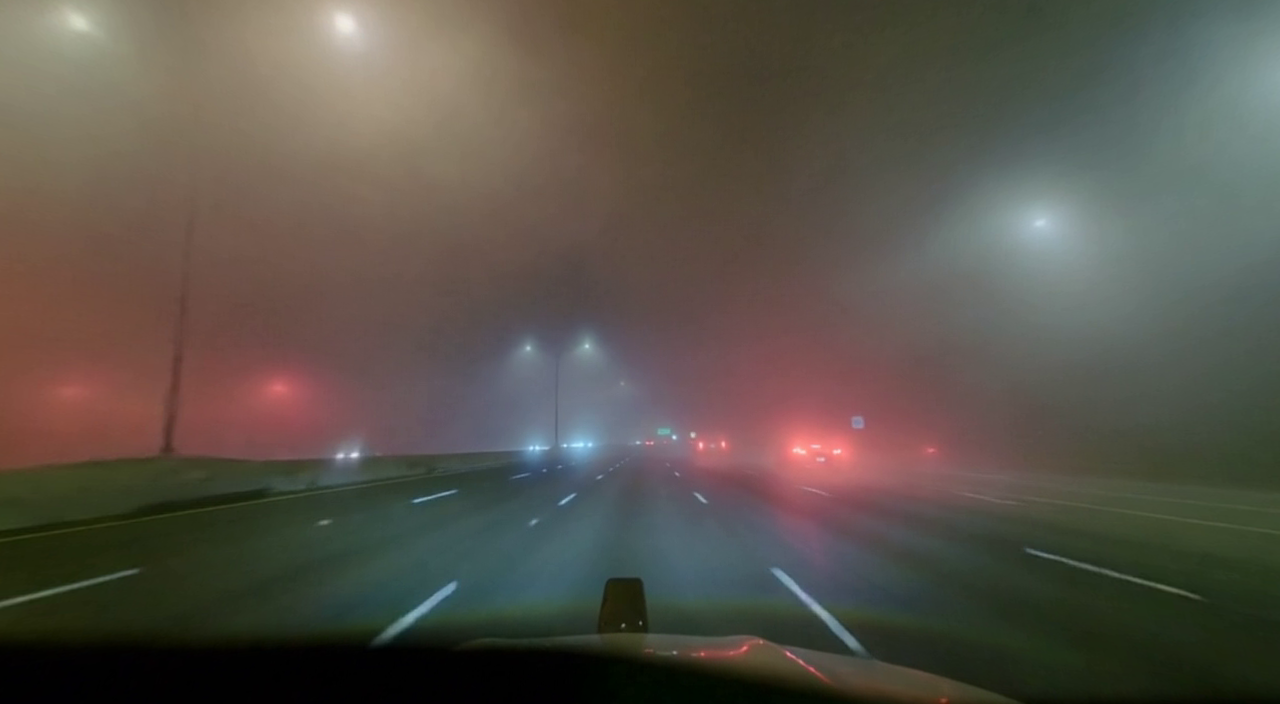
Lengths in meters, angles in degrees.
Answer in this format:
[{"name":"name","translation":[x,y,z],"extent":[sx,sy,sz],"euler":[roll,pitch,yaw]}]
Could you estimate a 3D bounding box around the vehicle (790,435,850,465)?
[{"name":"vehicle","translation":[10.011,5.486,35.437],"extent":[2.000,1.514,4.585],"euler":[0,-8,-1]}]
